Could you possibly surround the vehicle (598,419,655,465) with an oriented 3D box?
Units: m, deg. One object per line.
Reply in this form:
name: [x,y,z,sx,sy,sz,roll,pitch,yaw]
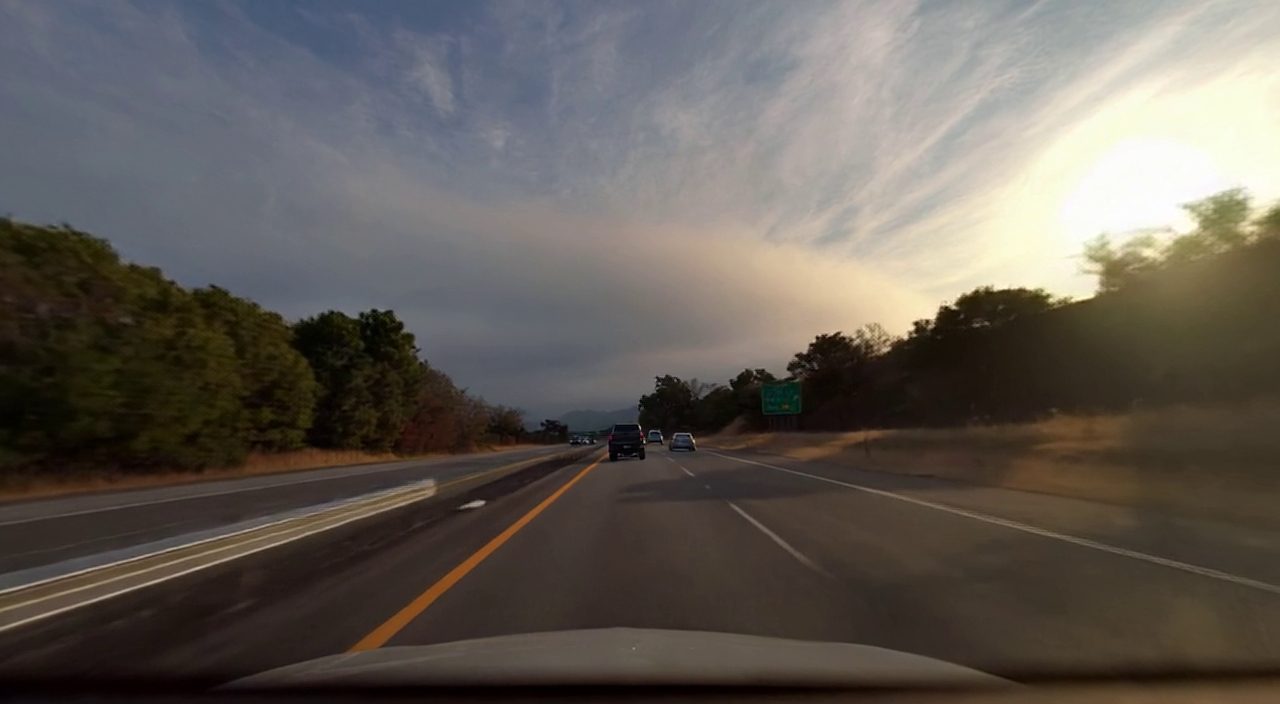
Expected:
vehicle: [-0.624,4.305,30.192,2.503,2.044,4.633,0,-8,-1]
